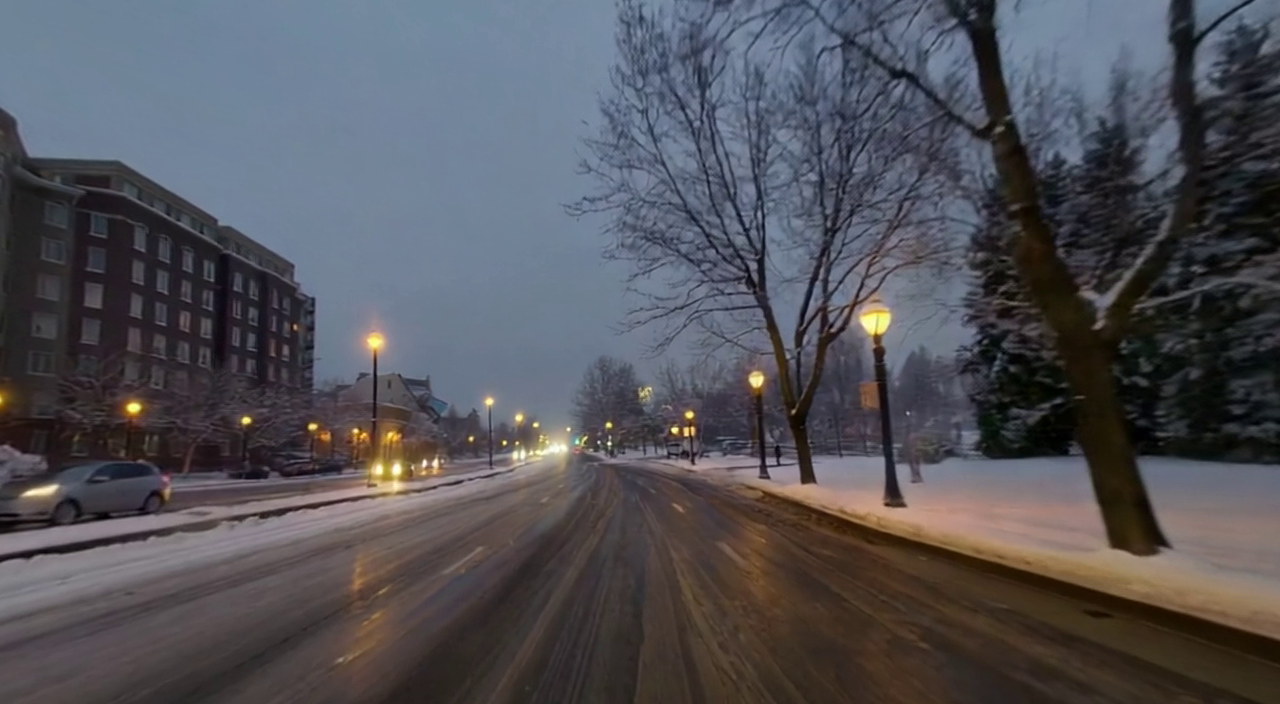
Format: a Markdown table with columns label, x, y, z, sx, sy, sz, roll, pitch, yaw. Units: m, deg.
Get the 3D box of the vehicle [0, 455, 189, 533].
| label | x | y | z | sx | sy | sz | roll | pitch | yaw |
| --- | --- | --- | --- | --- | --- | --- | --- | --- | --- |
| vehicle | -13.506 | 3.228 | 14.998 | 2.179 | 1.461 | 4.812 | 0 | -8 | -3 |
